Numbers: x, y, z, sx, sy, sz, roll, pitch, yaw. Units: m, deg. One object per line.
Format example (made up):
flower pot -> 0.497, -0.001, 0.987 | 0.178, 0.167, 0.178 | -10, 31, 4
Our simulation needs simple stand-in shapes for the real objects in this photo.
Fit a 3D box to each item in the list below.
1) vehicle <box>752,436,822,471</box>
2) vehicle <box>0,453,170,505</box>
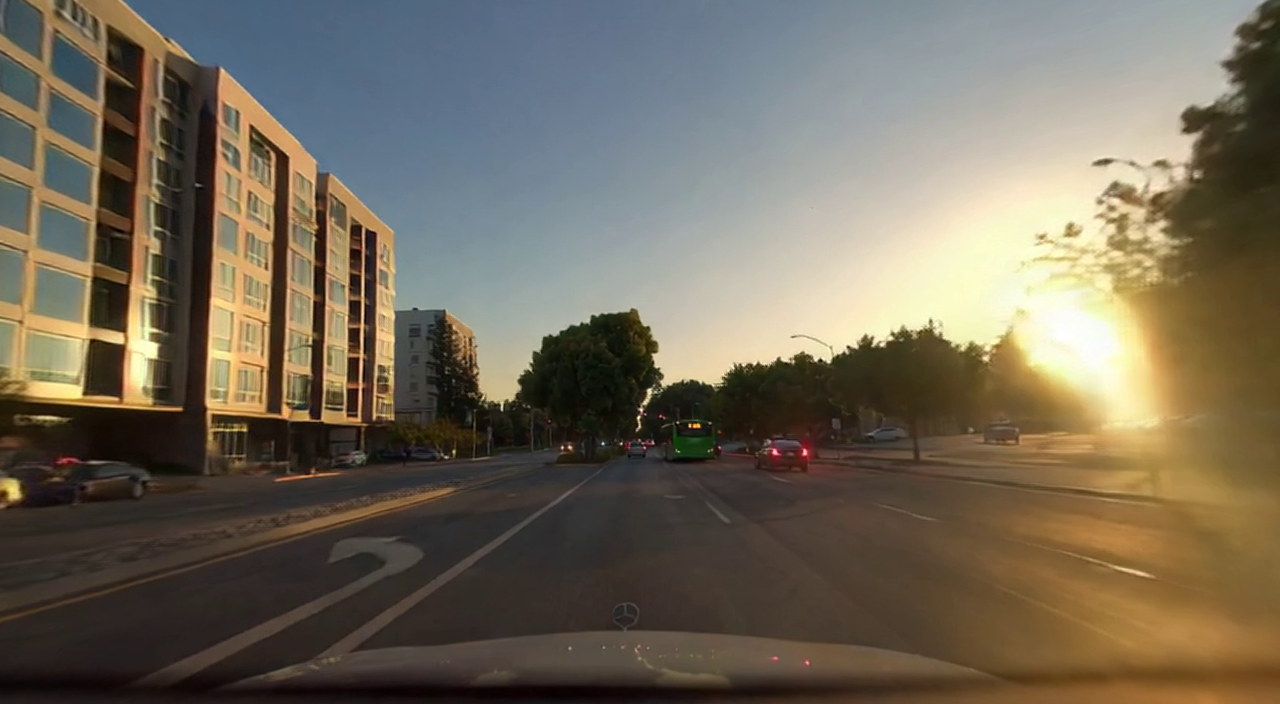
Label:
vehicle -> 6.590, 4.618, 28.801 | 1.992, 1.447, 4.414 | 1, -9, -2
vehicle -> -18.645, 4.204, 21.434 | 1.861, 1.499, 4.605 | 0, -9, -1
